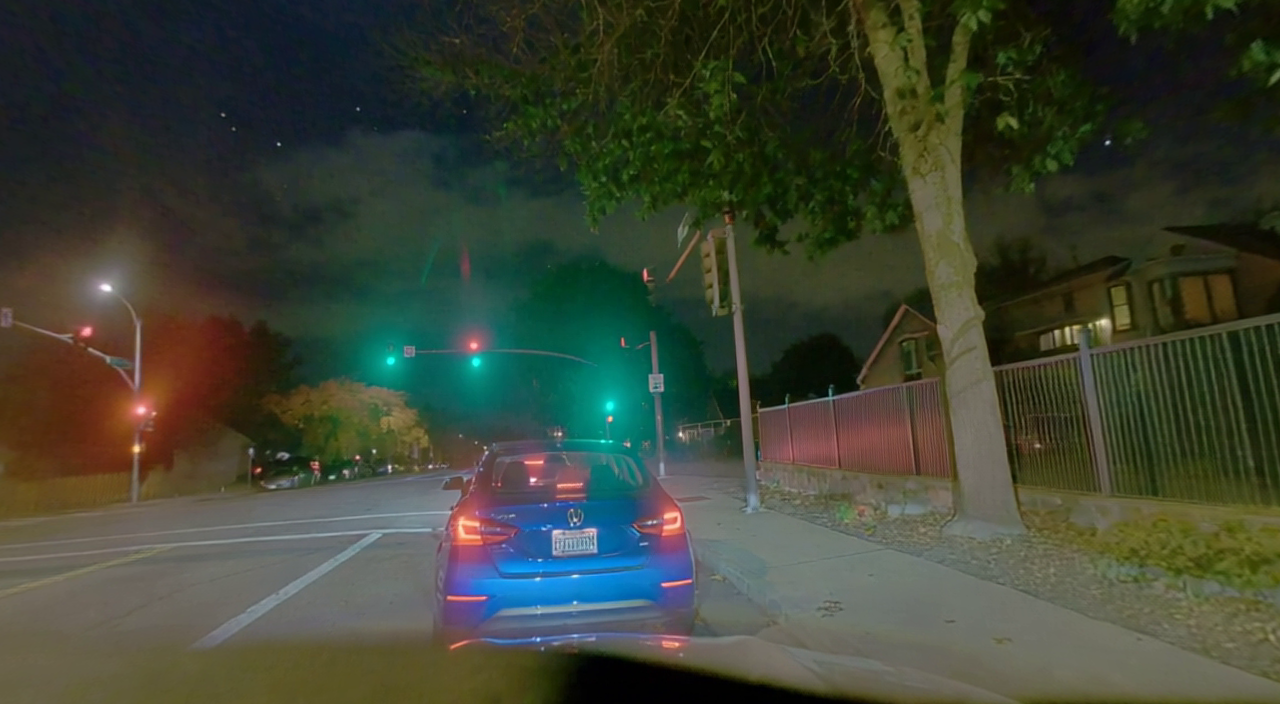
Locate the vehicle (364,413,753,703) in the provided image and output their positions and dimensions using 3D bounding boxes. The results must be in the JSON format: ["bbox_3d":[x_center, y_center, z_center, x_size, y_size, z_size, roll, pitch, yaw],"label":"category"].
[{"bbox_3d":[-0.670,1.361,5.227,2.024,1.502,3.702,1,-9,-9],"label":"vehicle"}]
